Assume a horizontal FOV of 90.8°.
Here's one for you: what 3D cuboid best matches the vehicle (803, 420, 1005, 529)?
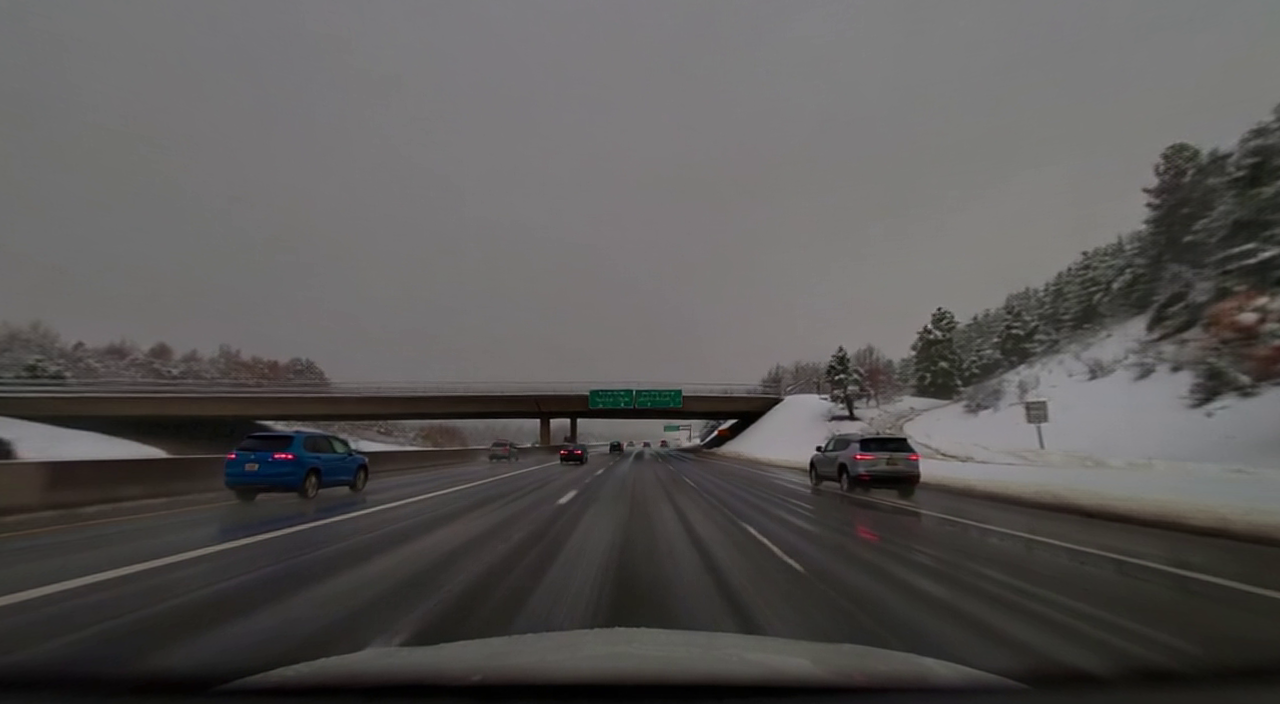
[{"bbox_3d":[4.768,2.284,12.323,1.950,1.719,4.545,0,-9,0],"label":"vehicle"}]

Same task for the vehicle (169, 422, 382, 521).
[{"bbox_3d":[-7.130,2.374,12.994,1.860,1.694,4.173,0,-9,0],"label":"vehicle"}]

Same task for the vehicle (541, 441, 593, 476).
[{"bbox_3d":[-3.378,5.055,30.174,1.925,1.509,4.363,0,-9,0],"label":"vehicle"}]
